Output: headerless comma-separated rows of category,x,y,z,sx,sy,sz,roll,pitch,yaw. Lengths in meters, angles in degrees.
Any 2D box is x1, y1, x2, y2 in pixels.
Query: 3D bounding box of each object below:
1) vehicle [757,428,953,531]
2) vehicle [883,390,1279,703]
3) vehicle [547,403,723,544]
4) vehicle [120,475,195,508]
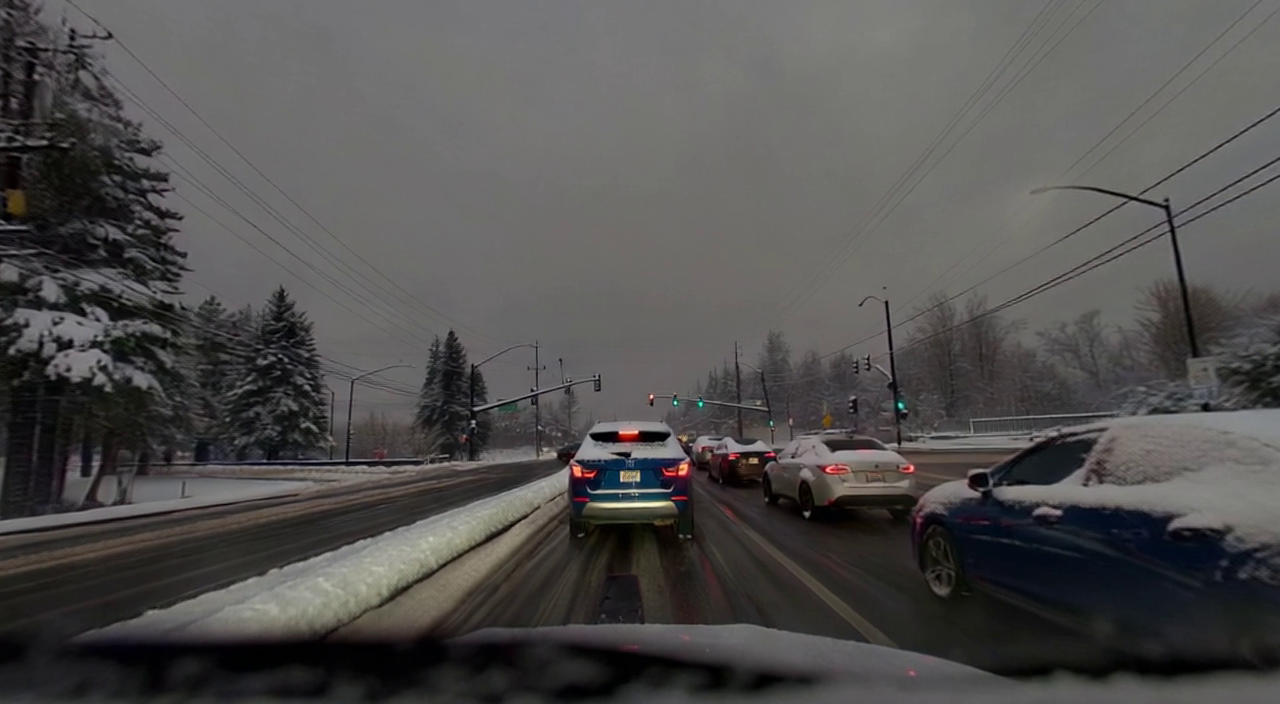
vehicle,3.538,2.190,11.444,1.952,1.477,4.417,0,-9,-1
vehicle,3.308,1.079,3.657,1.984,1.462,4.513,0,-9,0
vehicle,-0.114,1.908,10.470,2.300,1.821,4.254,0,-9,-1
vehicle,-26.217,7.537,34.315,3.826,1.522,1.741,-5,-9,30
